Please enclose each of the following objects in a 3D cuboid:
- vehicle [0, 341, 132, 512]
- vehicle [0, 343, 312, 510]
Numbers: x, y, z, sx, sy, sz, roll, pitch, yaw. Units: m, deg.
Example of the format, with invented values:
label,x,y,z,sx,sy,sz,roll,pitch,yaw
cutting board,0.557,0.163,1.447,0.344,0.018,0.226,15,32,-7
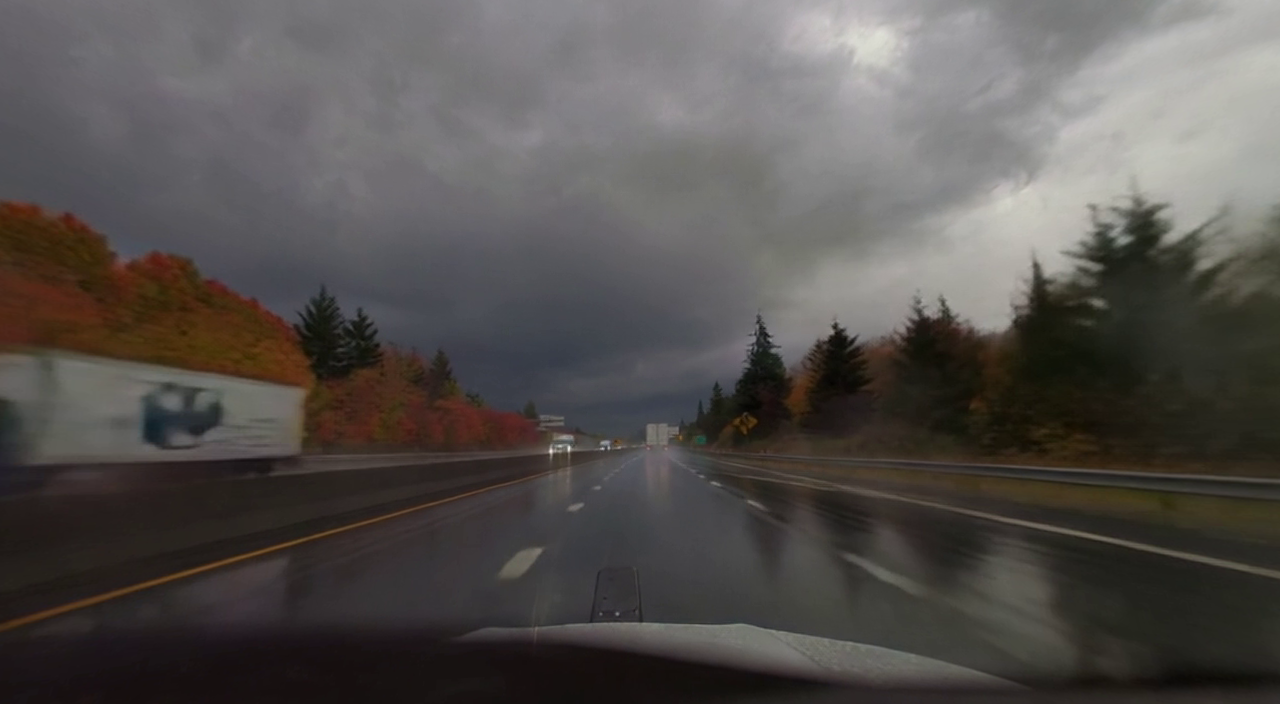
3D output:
label,x,y,z,sx,sy,sz,roll,pitch,yaw
vehicle,-16.014,1.772,14.655,2.997,3.843,5.945,-1,-9,0
vehicle,-15.977,2.704,21.095,2.835,3.923,12.584,-1,-9,1
